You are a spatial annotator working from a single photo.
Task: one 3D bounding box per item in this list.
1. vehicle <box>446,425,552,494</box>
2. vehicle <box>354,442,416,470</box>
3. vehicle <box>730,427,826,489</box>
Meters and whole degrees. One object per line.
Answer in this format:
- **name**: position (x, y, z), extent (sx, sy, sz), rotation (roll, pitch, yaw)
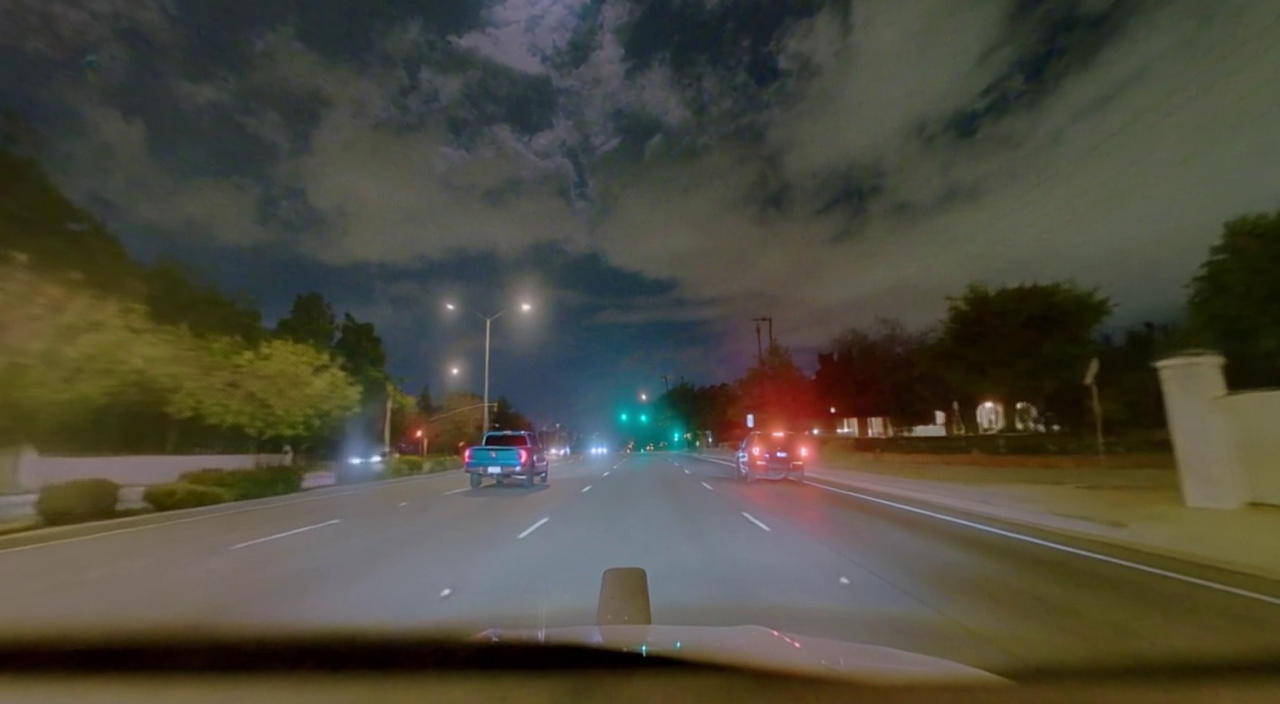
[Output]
- **vehicle**: position (-3.941, 3.100, 18.487), extent (2.002, 1.747, 4.728), rotation (0, -8, 0)
- **vehicle**: position (-17.060, 6.934, 42.409), extent (2.059, 1.743, 4.779), rotation (0, -8, 1)
- **vehicle**: position (4.224, 3.338, 20.096), extent (2.016, 1.736, 4.356), rotation (0, -8, 0)
